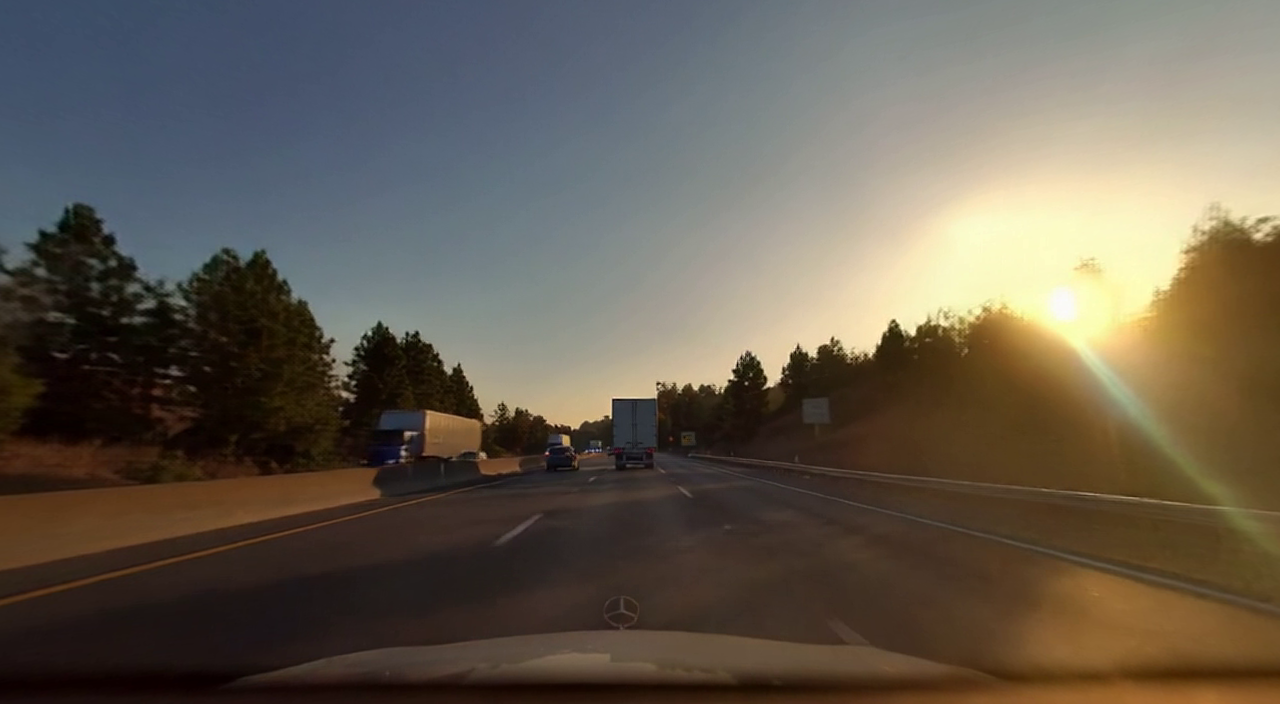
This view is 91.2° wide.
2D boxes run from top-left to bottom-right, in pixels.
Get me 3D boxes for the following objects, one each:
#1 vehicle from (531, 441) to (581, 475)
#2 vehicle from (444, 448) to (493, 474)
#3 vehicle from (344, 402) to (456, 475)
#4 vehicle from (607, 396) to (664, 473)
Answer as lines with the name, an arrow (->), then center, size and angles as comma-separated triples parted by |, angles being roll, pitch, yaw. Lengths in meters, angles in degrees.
vehicle -> -4.389, 5.608, 33.297 | 2.112, 1.645, 4.129 | 0, -9, 0
vehicle -> -10.532, 6.723, 38.777 | 1.880, 1.491, 3.942 | 0, -9, 1
vehicle -> -15.130, 5.727, 40.781 | 3.032, 4.087, 10.407 | 0, -9, 1
vehicle -> -0.301, 5.282, 39.300 | 3.100, 4.091, 10.664 | 0, -9, -1
